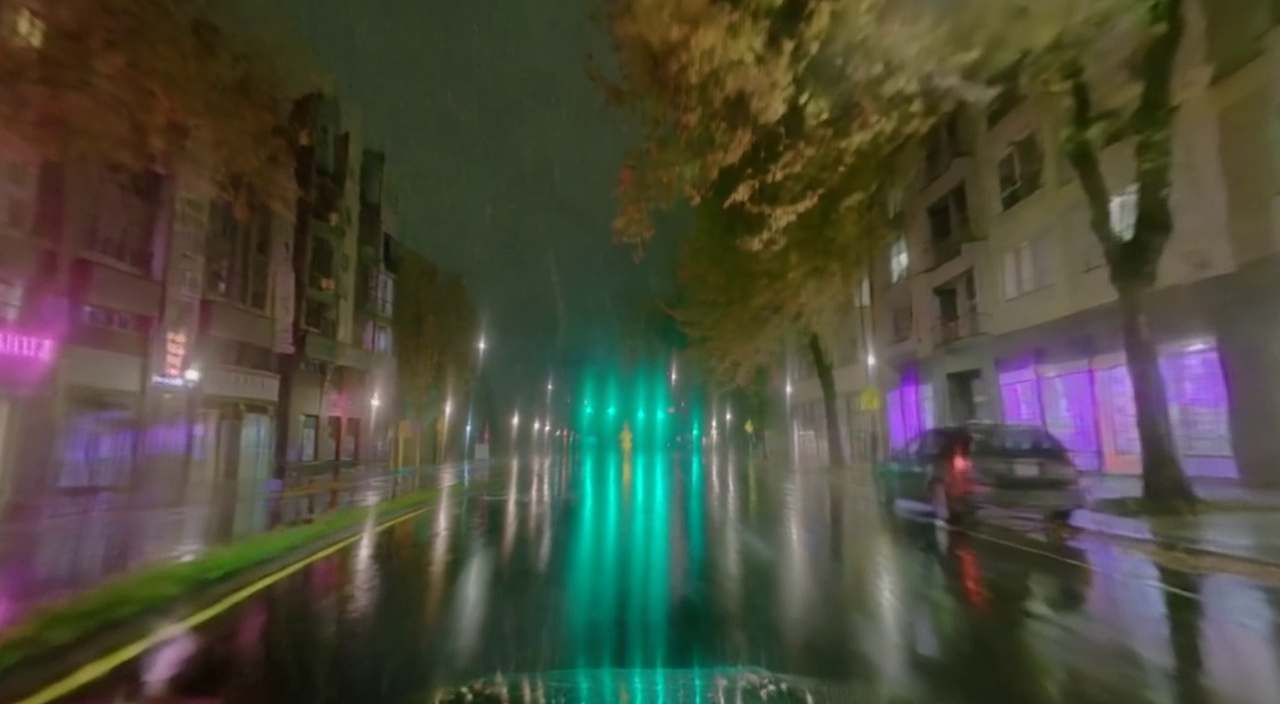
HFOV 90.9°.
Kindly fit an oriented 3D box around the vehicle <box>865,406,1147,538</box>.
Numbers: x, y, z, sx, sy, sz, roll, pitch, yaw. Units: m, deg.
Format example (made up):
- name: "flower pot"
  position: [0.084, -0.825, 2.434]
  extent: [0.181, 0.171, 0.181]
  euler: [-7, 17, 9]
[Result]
- name: "vehicle"
  position: [6.221, 2.108, 11.680]
  extent: [2.112, 1.894, 4.910]
  euler: [0, -8, -2]
